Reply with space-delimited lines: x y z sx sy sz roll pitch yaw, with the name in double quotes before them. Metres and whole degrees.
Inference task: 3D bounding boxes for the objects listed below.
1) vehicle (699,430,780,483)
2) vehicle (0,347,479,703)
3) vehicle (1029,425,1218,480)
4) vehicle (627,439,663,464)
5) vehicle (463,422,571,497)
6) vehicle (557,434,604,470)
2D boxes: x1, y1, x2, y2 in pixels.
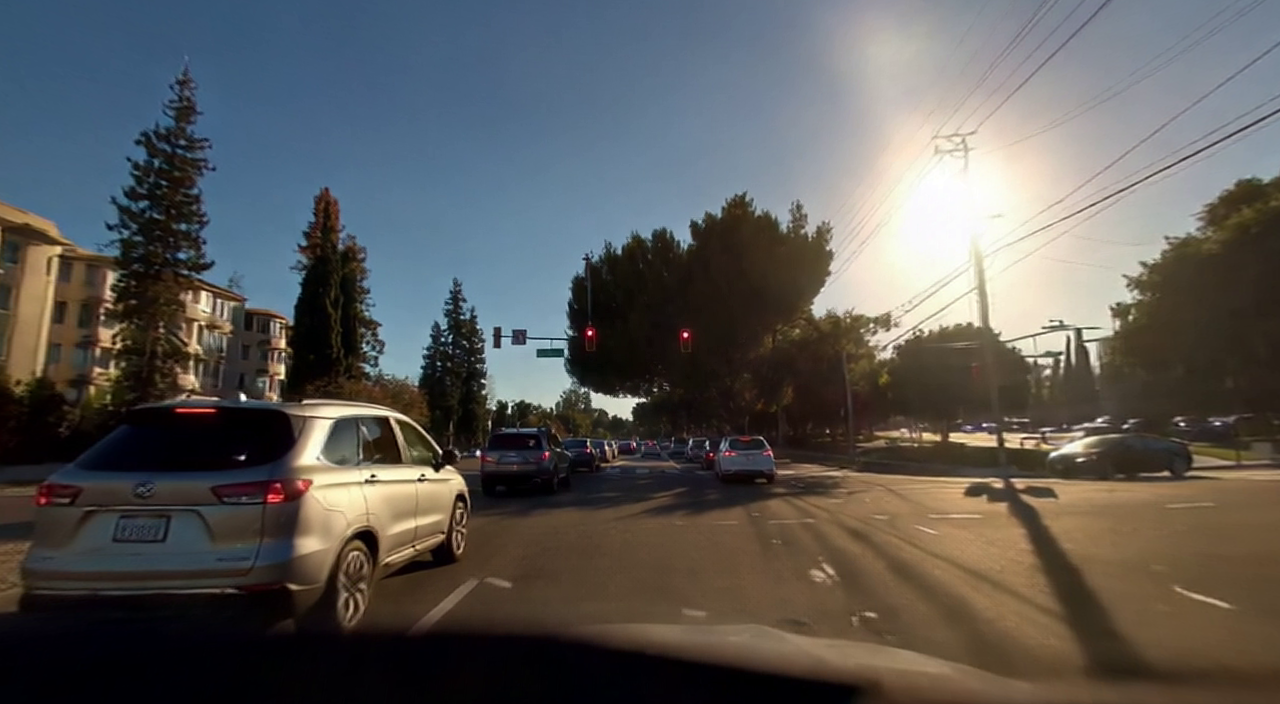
"vehicle" 3.509 3.808 23.241 2.201 1.734 4.564 0 -8 -1
"vehicle" -3.010 1.161 5.205 2.127 1.754 4.287 0 -8 1
"vehicle" 14.977 3.147 19.808 4.119 1.574 2.028 -2 -9 11
"vehicle" 0.338 6.371 40.491 2.185 1.515 4.215 0 -8 1
"vehicle" -3.139 2.862 17.100 1.958 1.744 4.315 0 -8 2
"vehicle" -2.925 5.050 31.888 1.900 1.677 4.128 0 -8 1
